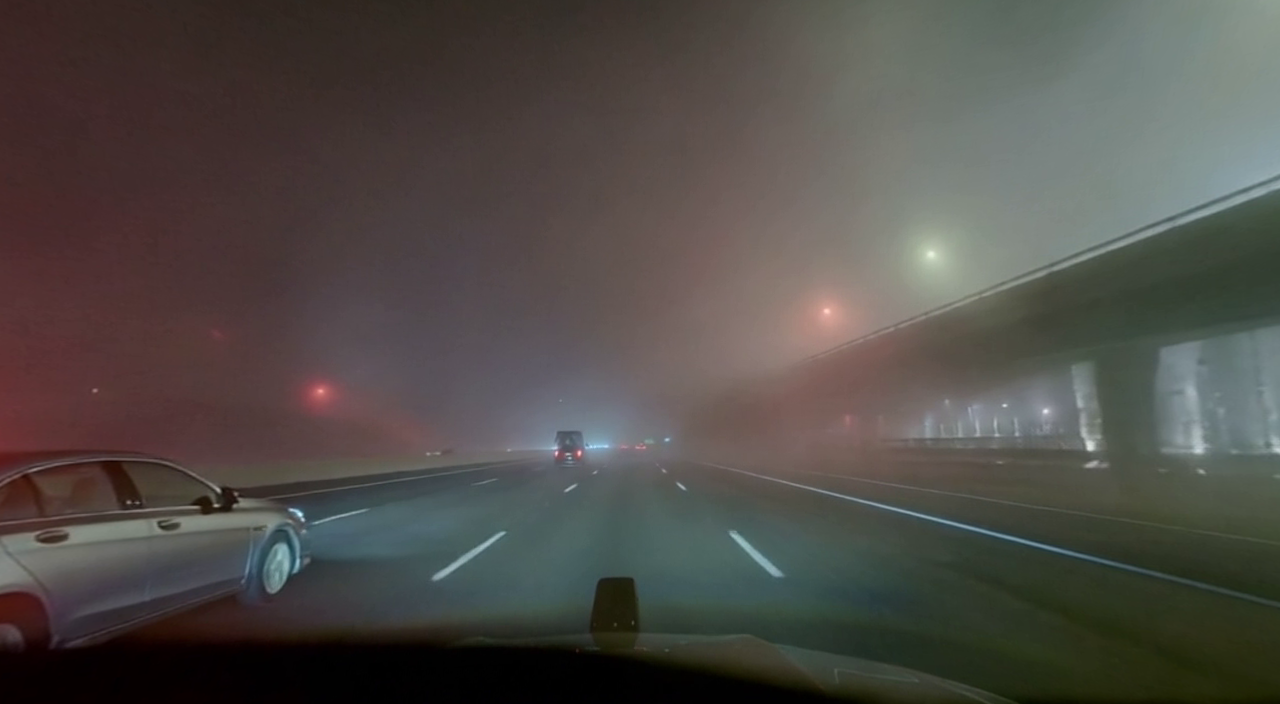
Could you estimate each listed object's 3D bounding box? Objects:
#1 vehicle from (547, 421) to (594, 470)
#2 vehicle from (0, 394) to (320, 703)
[{"bbox_3d":[-4.426,6.140,41.477,2.364,2.953,6.732,0,-9,-1],"label":"vehicle"},{"bbox_3d":[-3.910,1.044,3.316,2.025,1.556,4.594,0,-9,0],"label":"vehicle"}]
